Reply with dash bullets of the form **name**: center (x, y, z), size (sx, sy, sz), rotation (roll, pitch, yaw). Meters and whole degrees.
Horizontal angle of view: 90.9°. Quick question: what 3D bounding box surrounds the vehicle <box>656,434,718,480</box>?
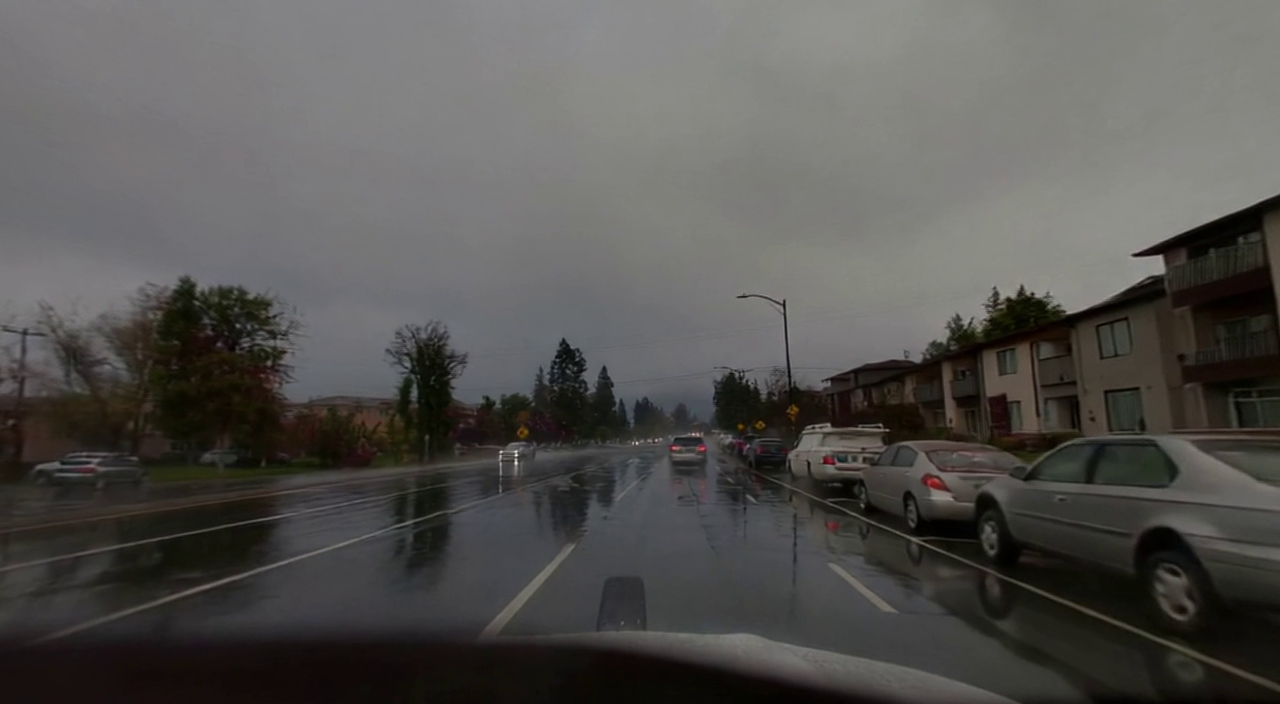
- **vehicle**: center (1.672, 3.754, 22.783), size (2.011, 1.480, 4.170), rotation (-1, -8, 4)

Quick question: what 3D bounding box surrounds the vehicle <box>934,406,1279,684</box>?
- **vehicle**: center (4.498, 1.342, 5.427), size (1.839, 1.498, 4.751), rotation (-1, -8, 3)

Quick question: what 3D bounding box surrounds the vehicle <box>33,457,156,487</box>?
- **vehicle**: center (-29.079, 6.396, 33.709), size (4.591, 1.468, 1.805), rotation (1, -8, -8)

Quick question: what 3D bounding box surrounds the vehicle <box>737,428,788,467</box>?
- **vehicle**: center (6.160, 4.872, 32.156), size (2.018, 1.813, 4.701), rotation (-1, -8, 5)
